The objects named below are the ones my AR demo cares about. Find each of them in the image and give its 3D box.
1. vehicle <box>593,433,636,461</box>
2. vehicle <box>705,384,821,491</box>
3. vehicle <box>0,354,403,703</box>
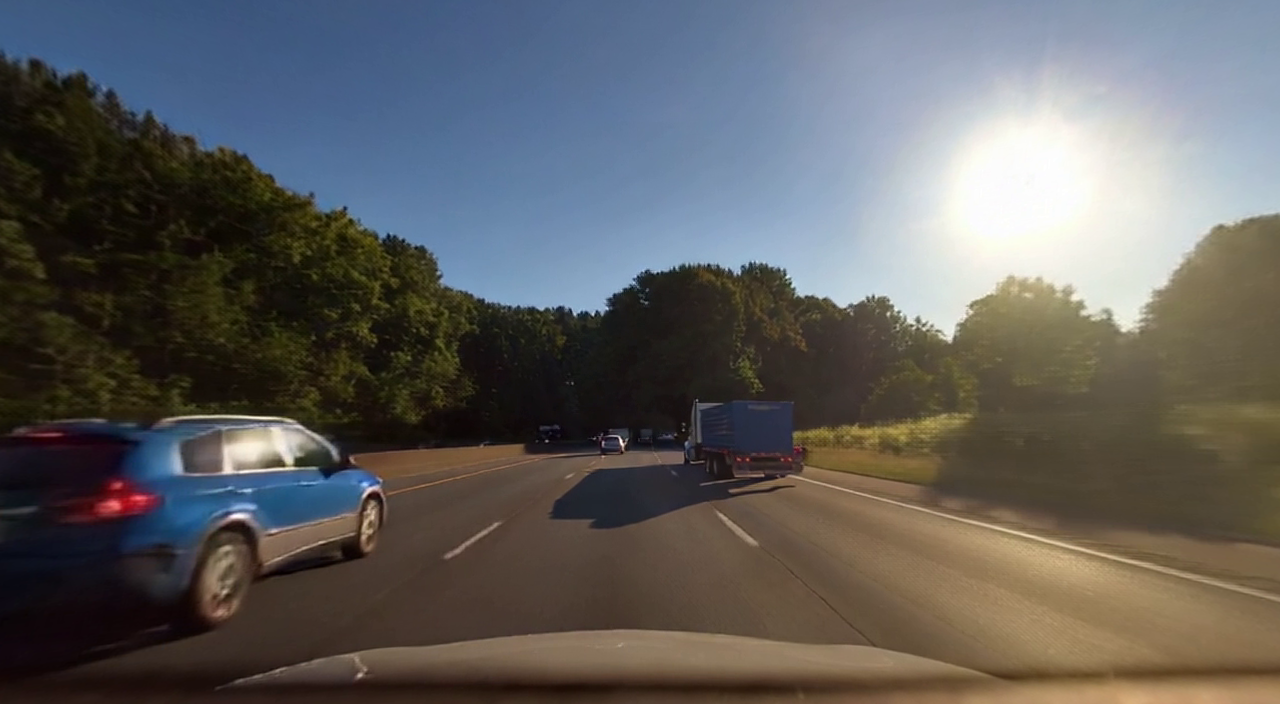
[{"bbox_3d":[-1.388,5.427,36.274,2.195,1.529,4.572,0,-8,2],"label":"vehicle"},{"bbox_3d":[3.160,2.324,17.203,2.256,2.568,4.049,0,-8,-1],"label":"vehicle"},{"bbox_3d":[-3.279,1.057,4.026,2.008,1.588,4.147,0,-8,-2],"label":"vehicle"}]
